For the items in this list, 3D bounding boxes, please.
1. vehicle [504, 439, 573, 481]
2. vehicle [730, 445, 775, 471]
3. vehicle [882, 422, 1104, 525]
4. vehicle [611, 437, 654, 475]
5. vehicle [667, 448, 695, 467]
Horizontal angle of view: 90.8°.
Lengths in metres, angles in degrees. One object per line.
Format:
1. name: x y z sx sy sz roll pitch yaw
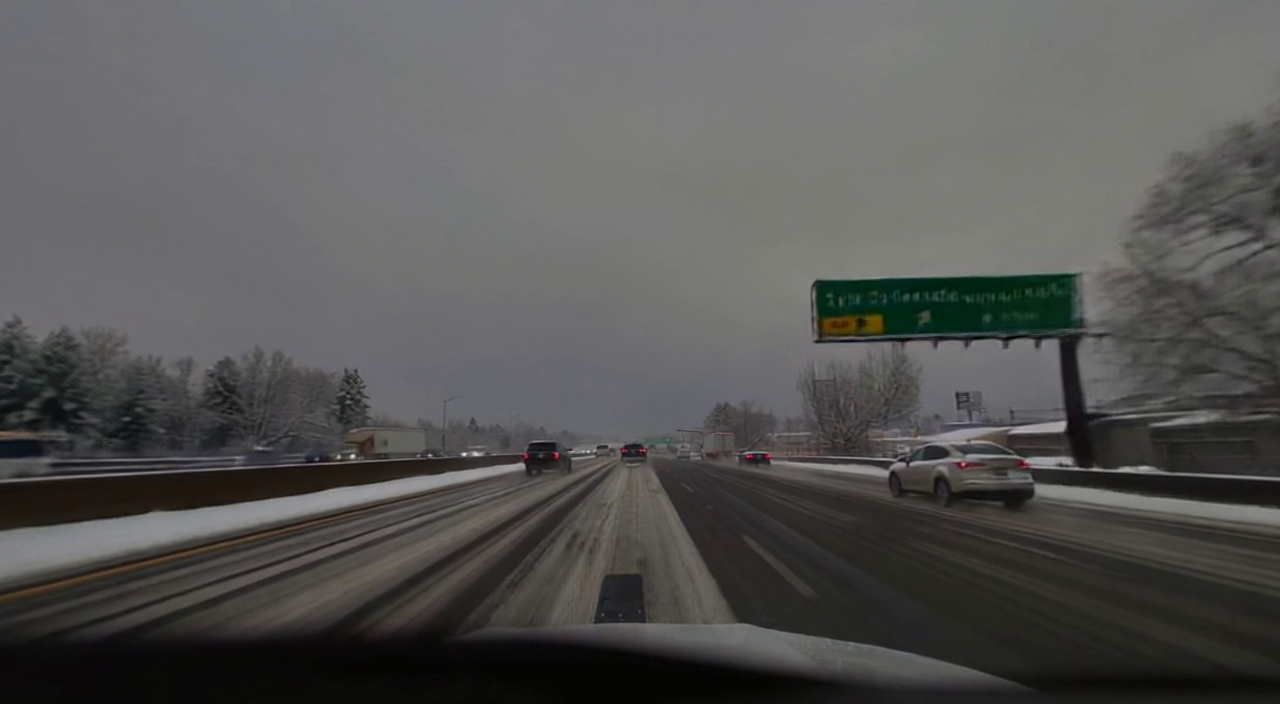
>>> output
1. vehicle: -4.226 4.610 27.202 2.126 1.631 4.643 0 -9 1
2. vehicle: 6.768 6.398 38.376 1.879 1.428 4.402 0 -9 -1
3. vehicle: 6.626 2.311 12.536 1.944 1.666 4.184 0 -9 0
4. vehicle: -0.340 5.230 31.999 2.002 1.759 4.658 0 -9 0
5. vehicle: 3.032 7.938 47.550 1.816 1.353 3.809 0 -9 -1
